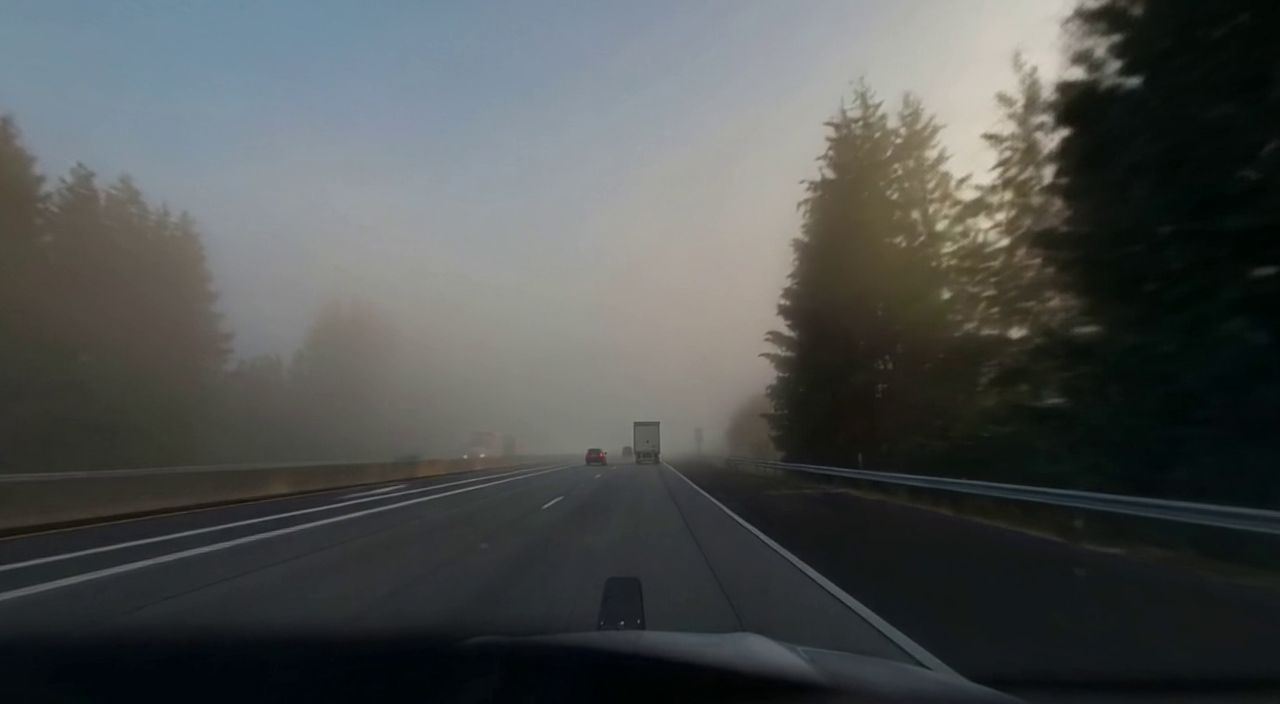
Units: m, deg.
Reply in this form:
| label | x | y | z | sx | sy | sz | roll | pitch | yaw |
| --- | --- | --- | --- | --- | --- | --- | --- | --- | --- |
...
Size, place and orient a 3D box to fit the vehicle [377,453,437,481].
| label | x | y | z | sx | sy | sz | roll | pitch | yaw |
| --- | --- | --- | --- | --- | --- | --- | --- | --- | --- |
| vehicle | -13.051 | 6.445 | 35.527 | 1.803 | 1.419 | 3.997 | 0 | -9 | 0 |
